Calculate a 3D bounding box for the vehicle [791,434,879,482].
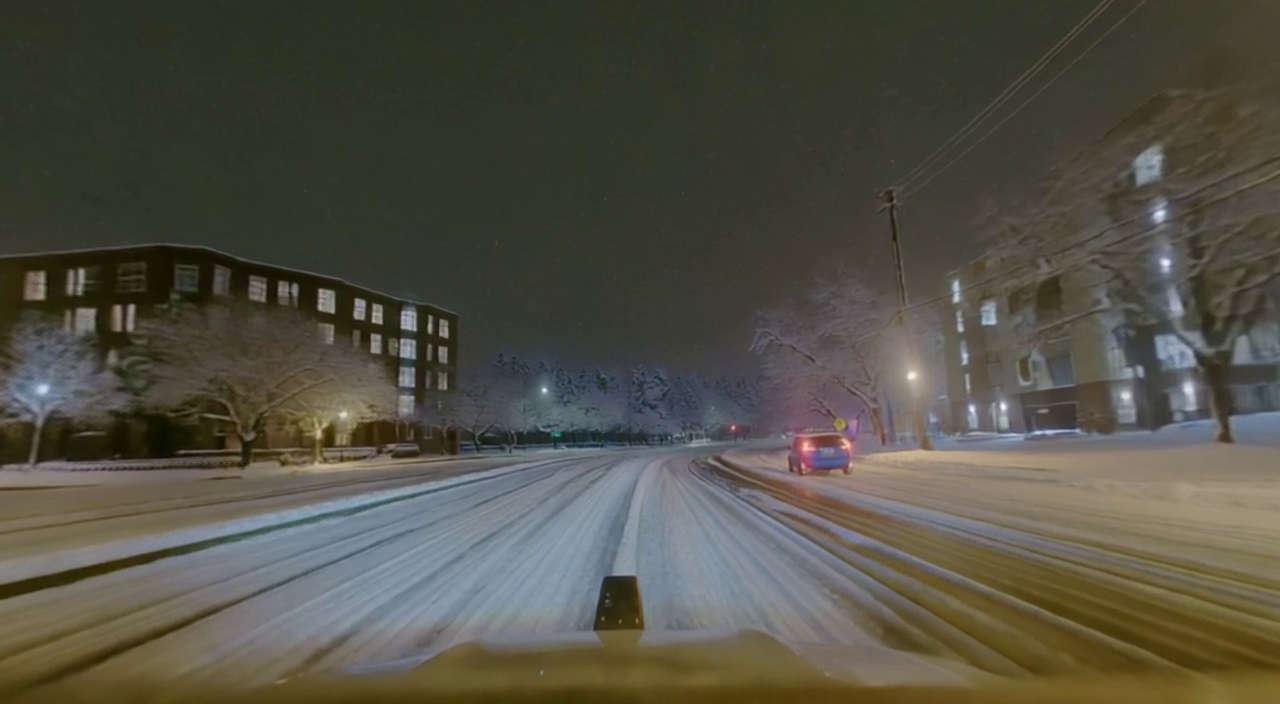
[{"bbox_3d":[6.590,3.634,21.747,1.908,1.476,3.880,0,-9,2],"label":"vehicle"}]
